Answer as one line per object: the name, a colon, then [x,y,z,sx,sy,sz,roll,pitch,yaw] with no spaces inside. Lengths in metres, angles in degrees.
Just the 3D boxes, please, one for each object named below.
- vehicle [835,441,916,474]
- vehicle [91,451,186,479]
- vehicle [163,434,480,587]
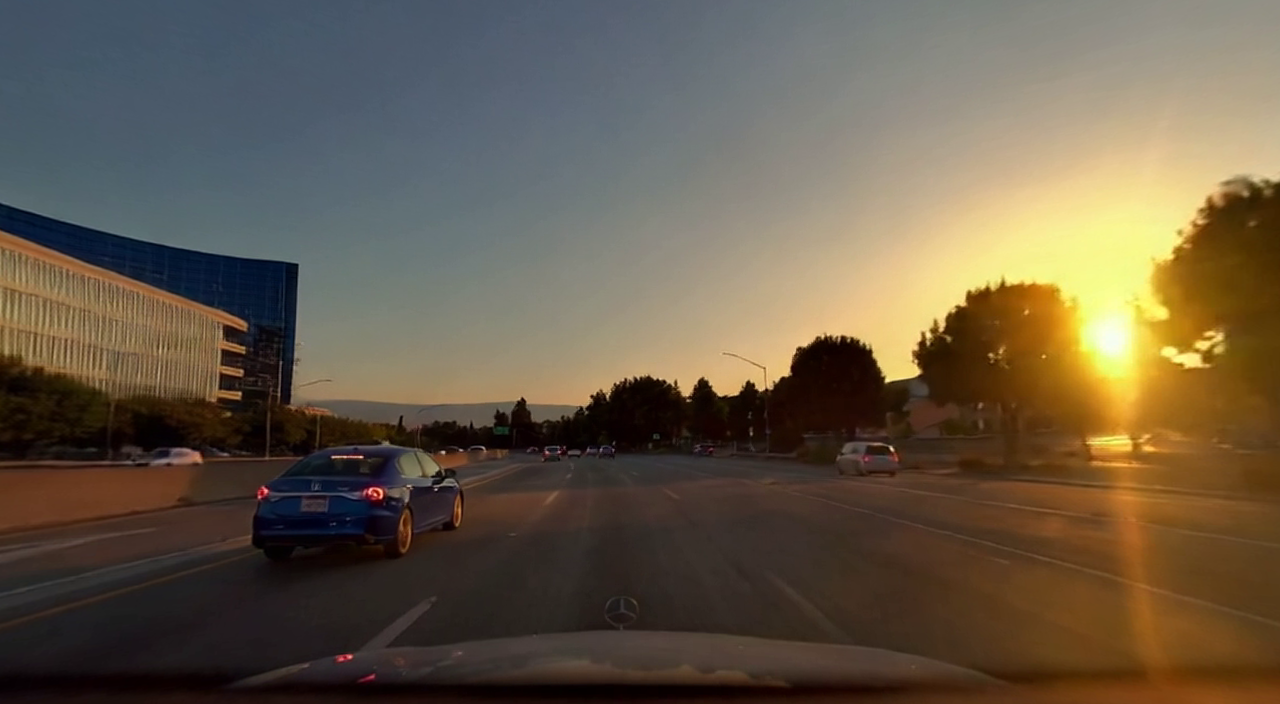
vehicle: [12.461,5.596,33.838,1.983,1.613,5.190,1,-9,-5]
vehicle: [-28.689,6.440,36.357,1.903,1.465,4.752,1,-9,-5]
vehicle: [-3.689,1.887,8.450,2.018,1.476,4.364,0,-8,-1]
